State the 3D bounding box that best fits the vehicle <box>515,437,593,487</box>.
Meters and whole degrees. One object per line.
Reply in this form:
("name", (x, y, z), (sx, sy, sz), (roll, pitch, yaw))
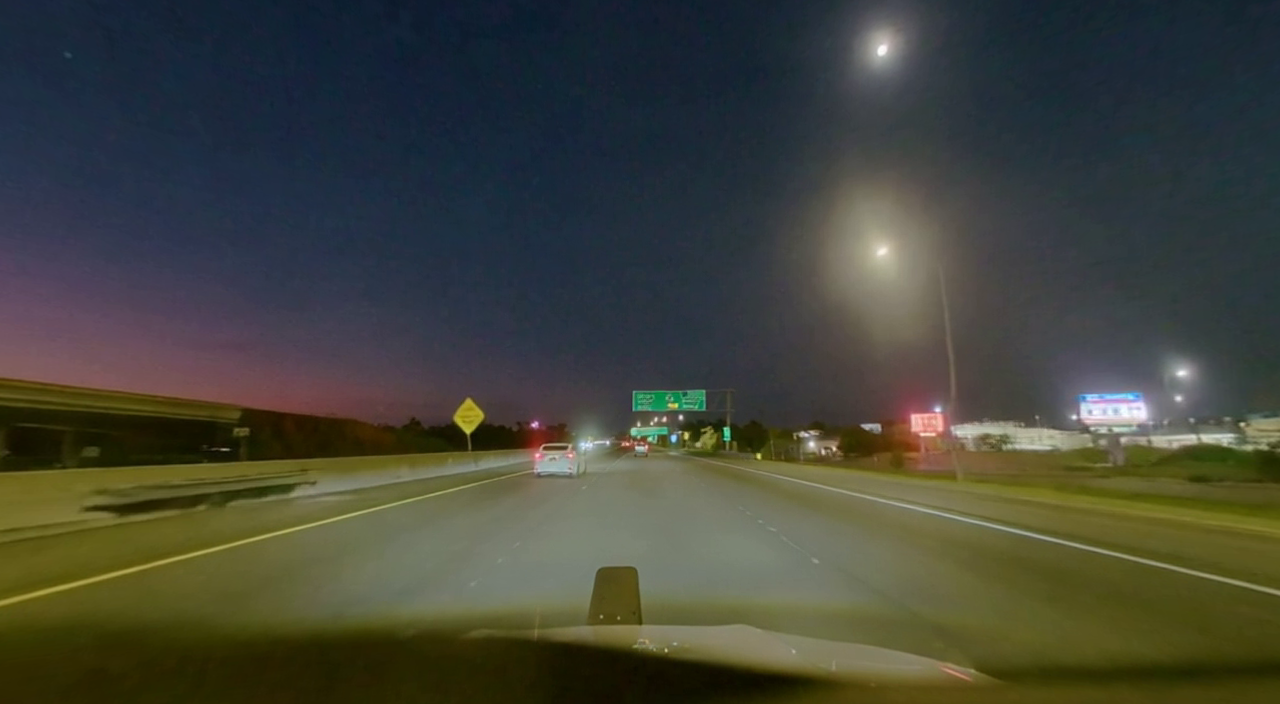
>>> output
("vehicle", (-2.901, 3.829, 22.356), (2.029, 1.557, 4.570), (0, -8, 1))
